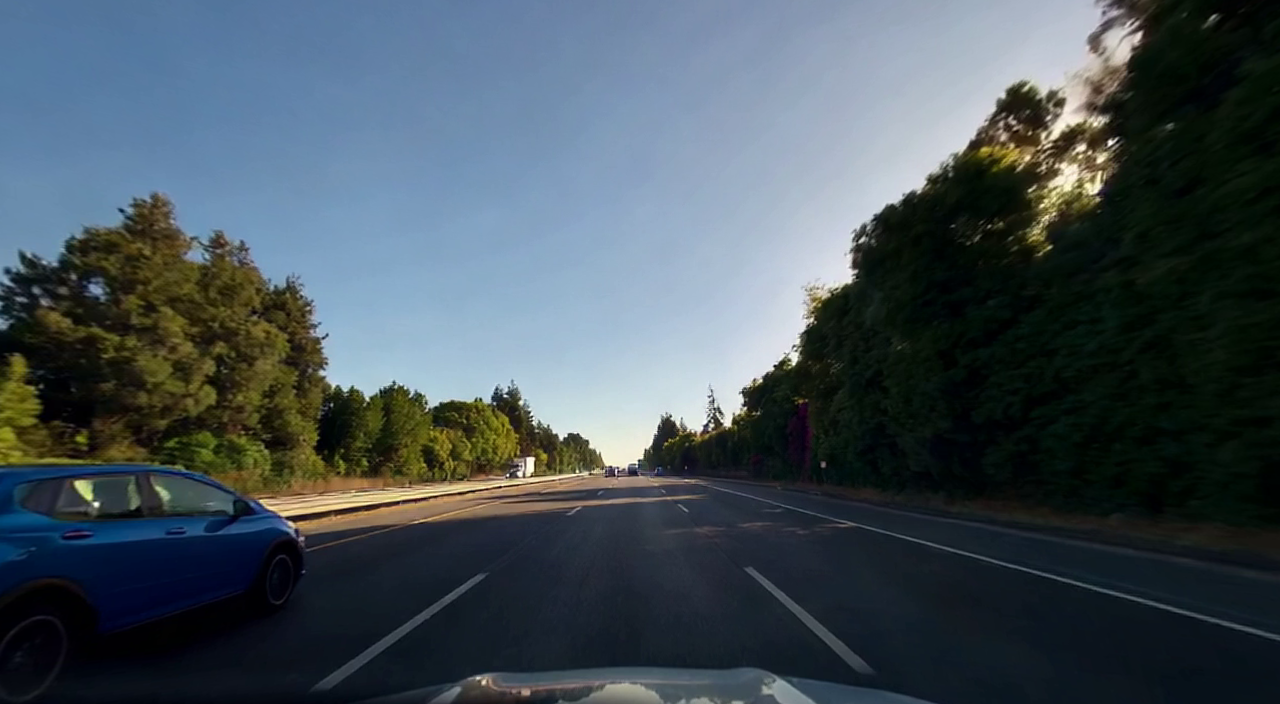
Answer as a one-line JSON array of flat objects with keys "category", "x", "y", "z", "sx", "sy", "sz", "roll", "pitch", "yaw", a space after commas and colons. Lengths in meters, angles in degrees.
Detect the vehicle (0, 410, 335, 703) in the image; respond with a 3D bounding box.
[{"category": "vehicle", "x": -4.010, "y": 1.267, "z": 4.249, "sx": 1.797, "sy": 1.532, "sz": 4.072, "roll": 1, "pitch": -10, "yaw": 0}]
